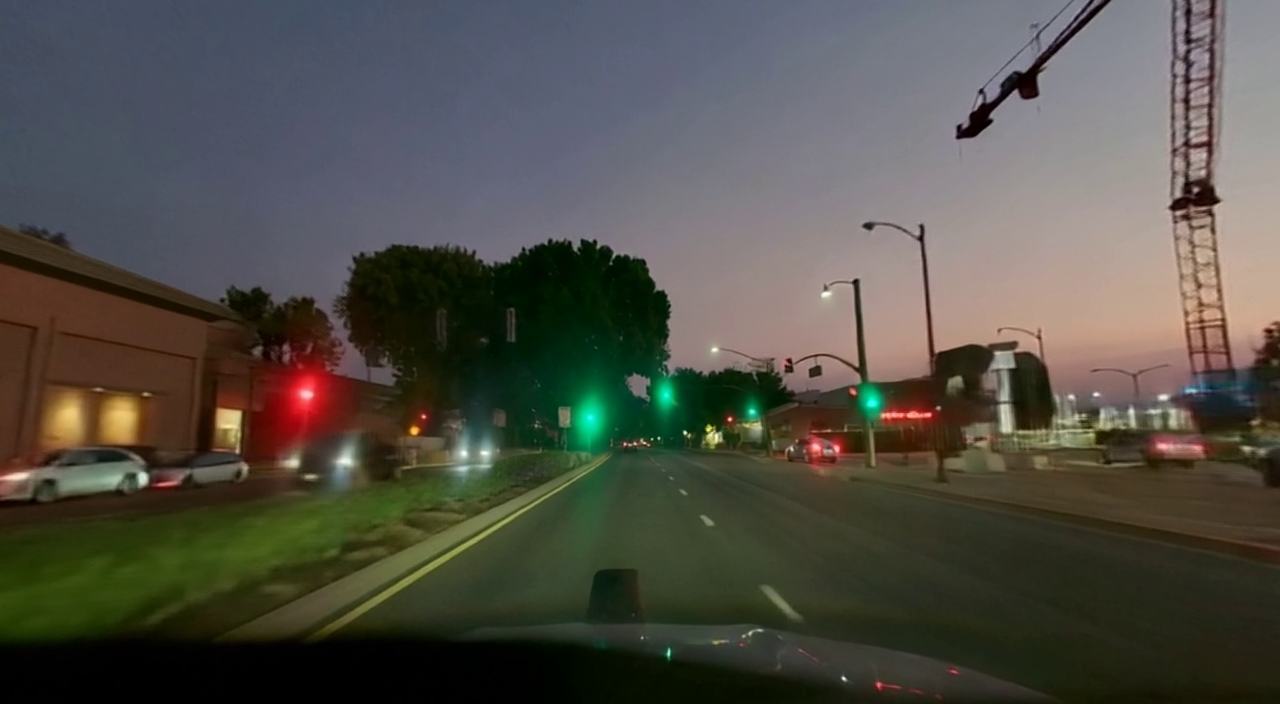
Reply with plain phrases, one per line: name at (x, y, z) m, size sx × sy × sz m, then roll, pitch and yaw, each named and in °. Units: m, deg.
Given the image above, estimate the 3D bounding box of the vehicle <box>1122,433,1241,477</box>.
vehicle at (19.695, 3.761, 23.234) m, size 1.777 × 1.441 × 3.976 m, roll -3°, pitch -9°, yaw 17°

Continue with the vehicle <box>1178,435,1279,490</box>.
vehicle at (17.758, 3.150, 18.316) m, size 1.758 × 1.425 × 4.358 m, roll -3°, pitch -9°, yaw 19°

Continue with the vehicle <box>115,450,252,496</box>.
vehicle at (-16.573, 4.358, 23.250) m, size 1.765 × 1.473 × 4.423 m, roll 0°, pitch -9°, yaw -1°

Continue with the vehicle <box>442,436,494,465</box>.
vehicle at (-12.451, 7.167, 46.084) m, size 2.249 × 1.952 × 5.746 m, roll 0°, pitch -8°, yaw -1°

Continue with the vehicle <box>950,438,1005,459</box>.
vehicle at (24.790, 7.091, 46.326) m, size 3.995 × 1.463 × 1.862 m, roll 6°, pitch -10°, yaw -35°

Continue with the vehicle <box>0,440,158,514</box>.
vehicle at (-16.338, 3.390, 17.689) m, size 2.070 × 1.774 × 4.549 m, roll 0°, pitch -9°, yaw 0°

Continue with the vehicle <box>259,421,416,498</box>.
vehicle at (-8.671, 3.129, 18.778) m, size 2.227 × 1.956 × 4.978 m, roll 0°, pitch -8°, yaw -1°

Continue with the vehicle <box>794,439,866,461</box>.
vehicle at (13.553, 7.014, 45.159) m, size 4.506 × 1.479 × 1.924 m, roll 0°, pitch -9°, yaw 1°
